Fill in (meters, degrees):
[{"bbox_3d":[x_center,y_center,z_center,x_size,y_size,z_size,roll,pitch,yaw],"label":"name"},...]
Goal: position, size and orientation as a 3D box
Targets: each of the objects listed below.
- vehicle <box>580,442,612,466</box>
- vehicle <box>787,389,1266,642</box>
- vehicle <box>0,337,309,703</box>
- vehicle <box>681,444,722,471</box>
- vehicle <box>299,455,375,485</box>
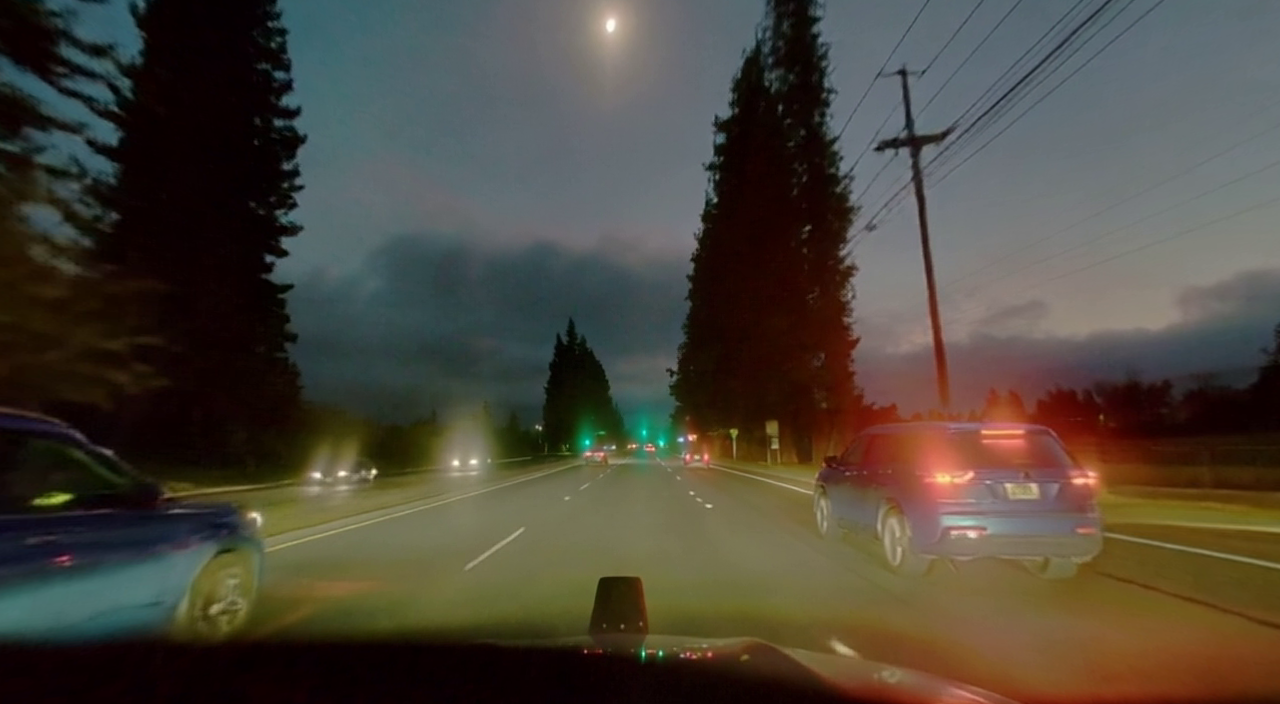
[{"bbox_3d":[-3.301,7.718,48.015,2.066,1.725,4.241,0,-9,1],"label":"vehicle"},{"bbox_3d":[3.203,1.467,6.665,2.182,1.744,4.464,0,-9,0],"label":"vehicle"},{"bbox_3d":[-3.689,0.842,2.614,2.104,1.785,4.494,0,-9,1],"label":"vehicle"},{"bbox_3d":[3.484,6.060,36.329,1.906,1.468,4.422,0,-9,0],"label":"vehicle"},{"bbox_3d":[-16.201,6.313,34.014,1.875,1.469,4.344,0,-9,1],"label":"vehicle"}]
